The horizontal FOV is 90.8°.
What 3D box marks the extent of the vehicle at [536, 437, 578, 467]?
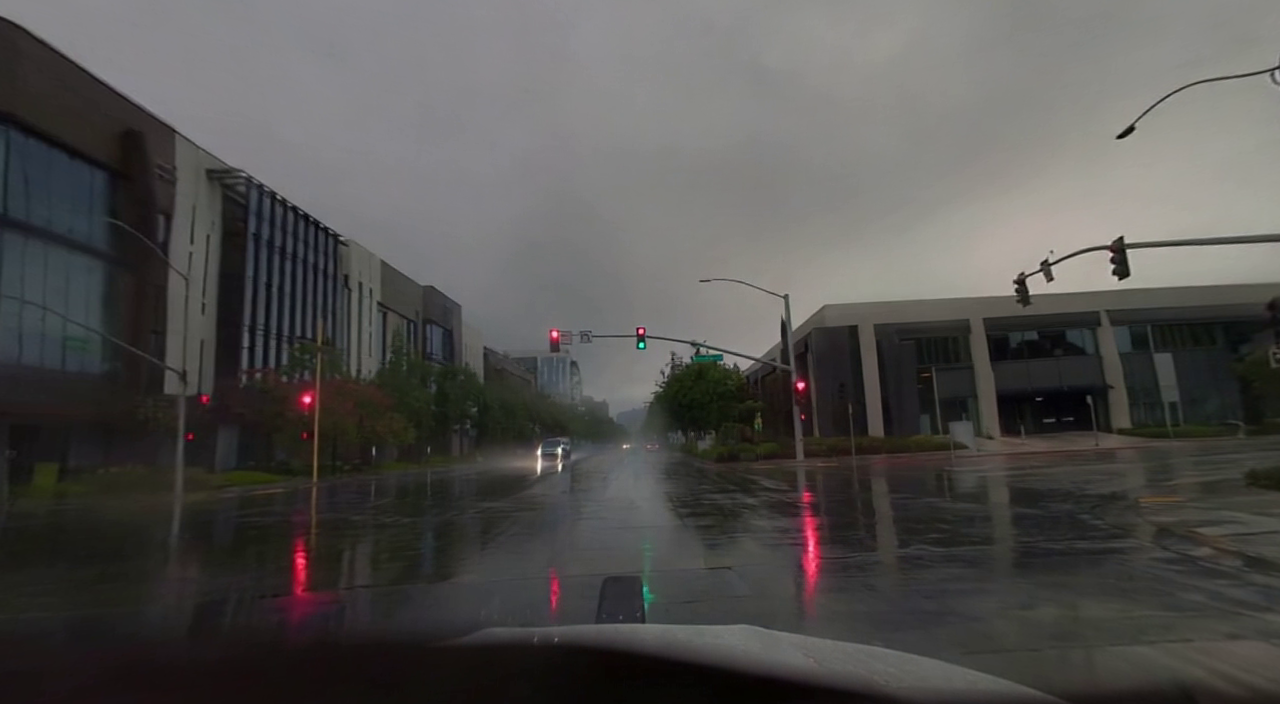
[{"bbox_3d":[-4.845,5.907,37.458,1.988,1.666,4.074,0,-9,0],"label":"vehicle"}]
